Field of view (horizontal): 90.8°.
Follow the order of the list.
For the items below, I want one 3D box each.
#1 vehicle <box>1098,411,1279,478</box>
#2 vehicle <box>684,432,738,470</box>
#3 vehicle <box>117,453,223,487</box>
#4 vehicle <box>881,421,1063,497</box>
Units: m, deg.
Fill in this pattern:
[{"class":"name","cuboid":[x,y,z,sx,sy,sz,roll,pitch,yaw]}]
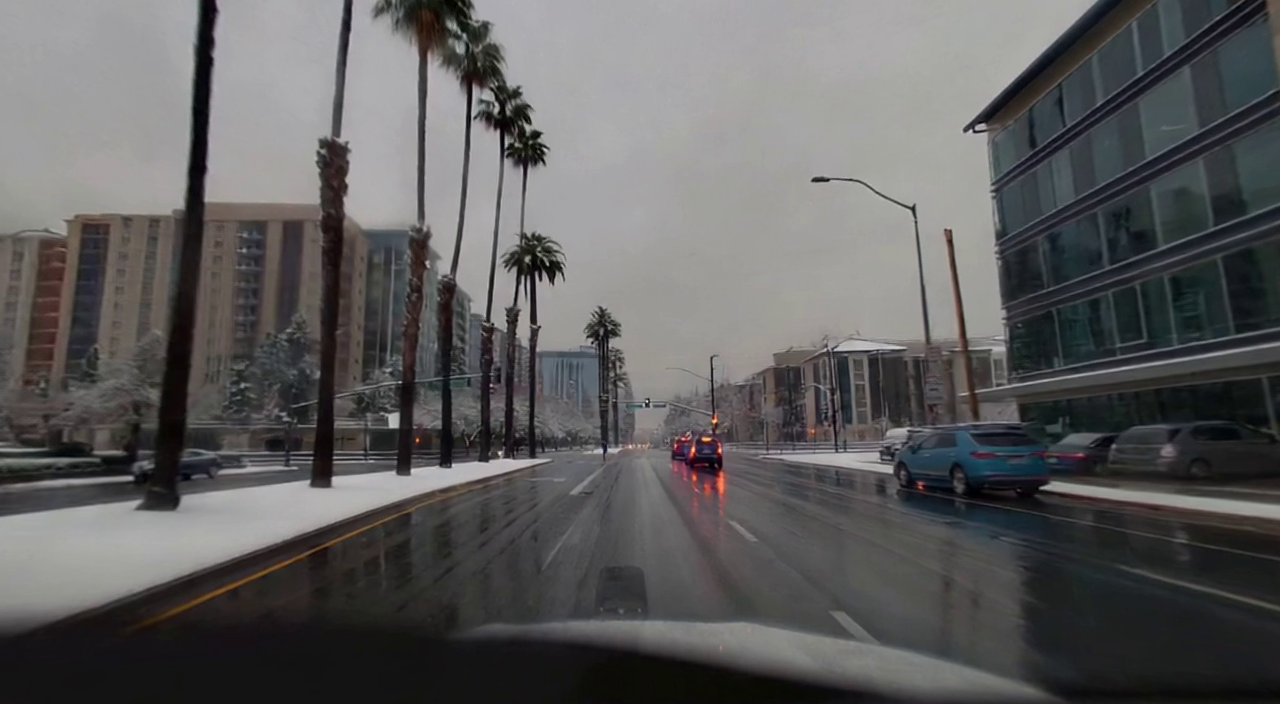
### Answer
[{"class":"vehicle","cuboid":[16.052,2.555,17.505,5.010,1.723,2.113,0,-9,0]},{"class":"vehicle","cuboid":[3.521,5.015,32.139,2.060,1.756,4.770,0,-9,-2]},{"class":"vehicle","cuboid":[-23.651,5.927,32.059,1.860,1.485,4.833,0,-9,-4]},{"class":"vehicle","cuboid":[8.626,2.840,17.108,2.192,1.725,4.920,0,-9,-1]}]
